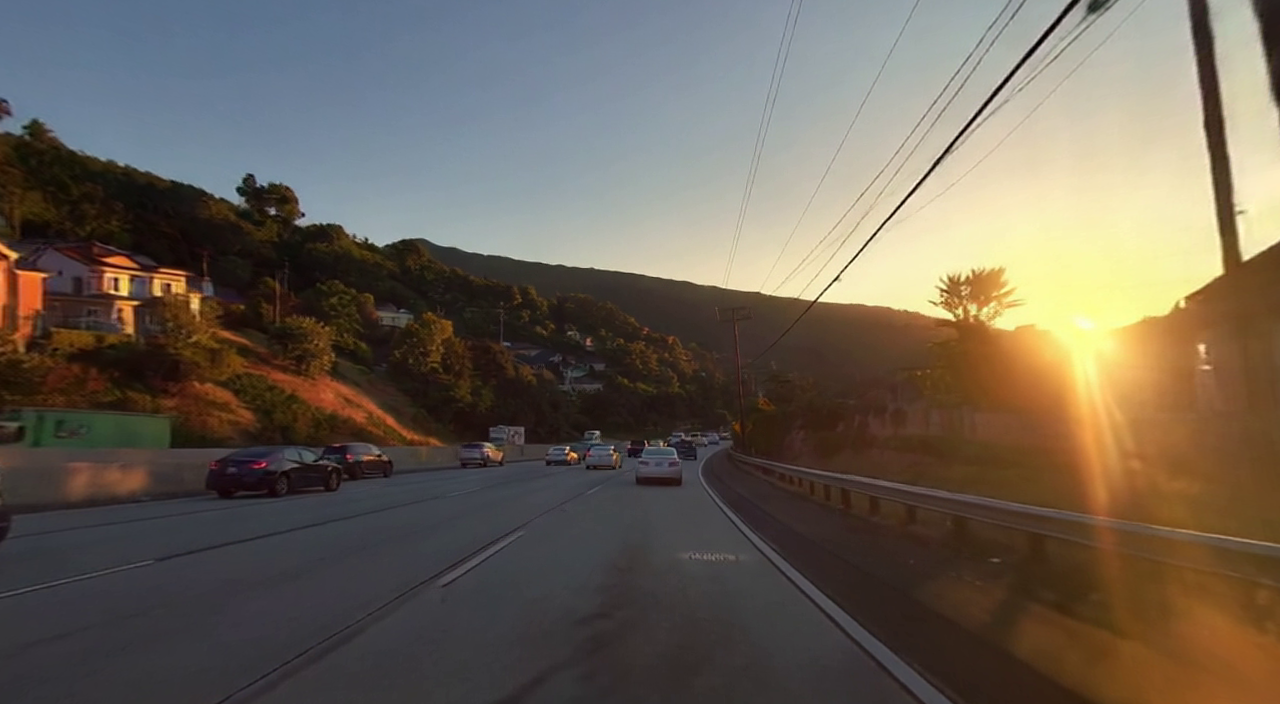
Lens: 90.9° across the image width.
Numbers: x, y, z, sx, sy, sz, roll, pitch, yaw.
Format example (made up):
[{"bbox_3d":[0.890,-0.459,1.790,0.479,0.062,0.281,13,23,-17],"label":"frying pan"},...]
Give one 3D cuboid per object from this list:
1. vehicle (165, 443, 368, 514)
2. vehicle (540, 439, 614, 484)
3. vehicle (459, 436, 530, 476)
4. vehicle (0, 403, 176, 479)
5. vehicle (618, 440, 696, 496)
[{"bbox_3d":[-8.820,2.972,15.476,1.959,1.469,4.450,-1,-8,5],"label":"vehicle"},{"bbox_3d":[-2.427,4.377,25.590,2.121,1.639,4.383,-1,-8,6],"label":"vehicle"},{"bbox_3d":[-7.257,5.241,32.003,2.080,1.833,4.461,-1,-8,7],"label":"vehicle"},{"bbox_3d":[-28.522,4.485,31.675,2.962,3.232,9.077,-1,-8,4],"label":"vehicle"},{"bbox_3d":[0.609,3.412,19.017,2.109,1.495,3.935,-1,-8,4],"label":"vehicle"}]
